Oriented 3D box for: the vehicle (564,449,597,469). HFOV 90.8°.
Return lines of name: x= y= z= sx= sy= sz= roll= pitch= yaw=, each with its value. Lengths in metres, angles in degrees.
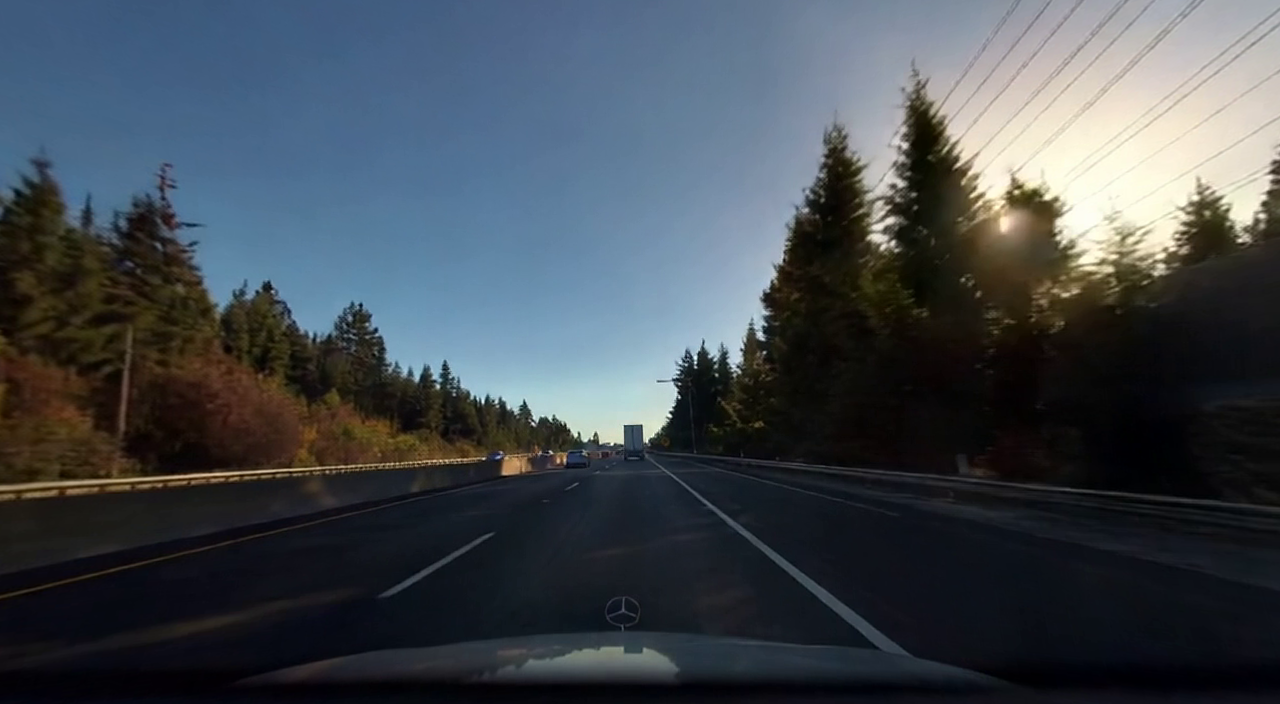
vehicle: x=-4.454 y=8.108 z=47.923 sx=2.106 sy=1.445 sz=4.404 roll=0 pitch=-9 yaw=-1
